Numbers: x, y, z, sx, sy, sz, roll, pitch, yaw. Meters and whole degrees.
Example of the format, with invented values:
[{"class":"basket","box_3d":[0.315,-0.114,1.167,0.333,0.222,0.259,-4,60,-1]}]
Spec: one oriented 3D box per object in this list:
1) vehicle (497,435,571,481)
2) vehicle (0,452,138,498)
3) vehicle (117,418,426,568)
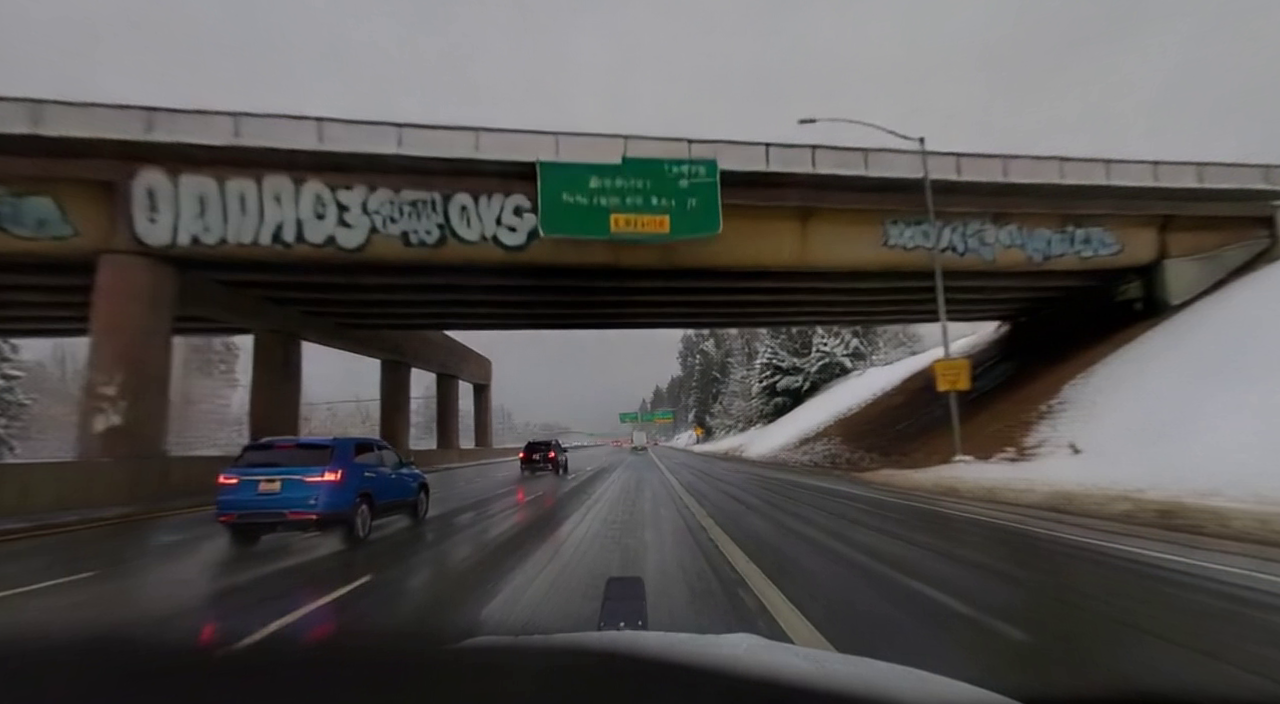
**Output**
[{"class":"vehicle","box_3d":[-4.164,4.239,25.364,2.154,1.693,4.394,0,-8,1]},{"class":"vehicle","box_3d":[-20.470,4.280,22.231,1.848,1.427,4.202,0,-8,1]},{"class":"vehicle","box_3d":[-4.747,1.843,8.953,1.969,1.633,3.962,0,-8,0]}]
